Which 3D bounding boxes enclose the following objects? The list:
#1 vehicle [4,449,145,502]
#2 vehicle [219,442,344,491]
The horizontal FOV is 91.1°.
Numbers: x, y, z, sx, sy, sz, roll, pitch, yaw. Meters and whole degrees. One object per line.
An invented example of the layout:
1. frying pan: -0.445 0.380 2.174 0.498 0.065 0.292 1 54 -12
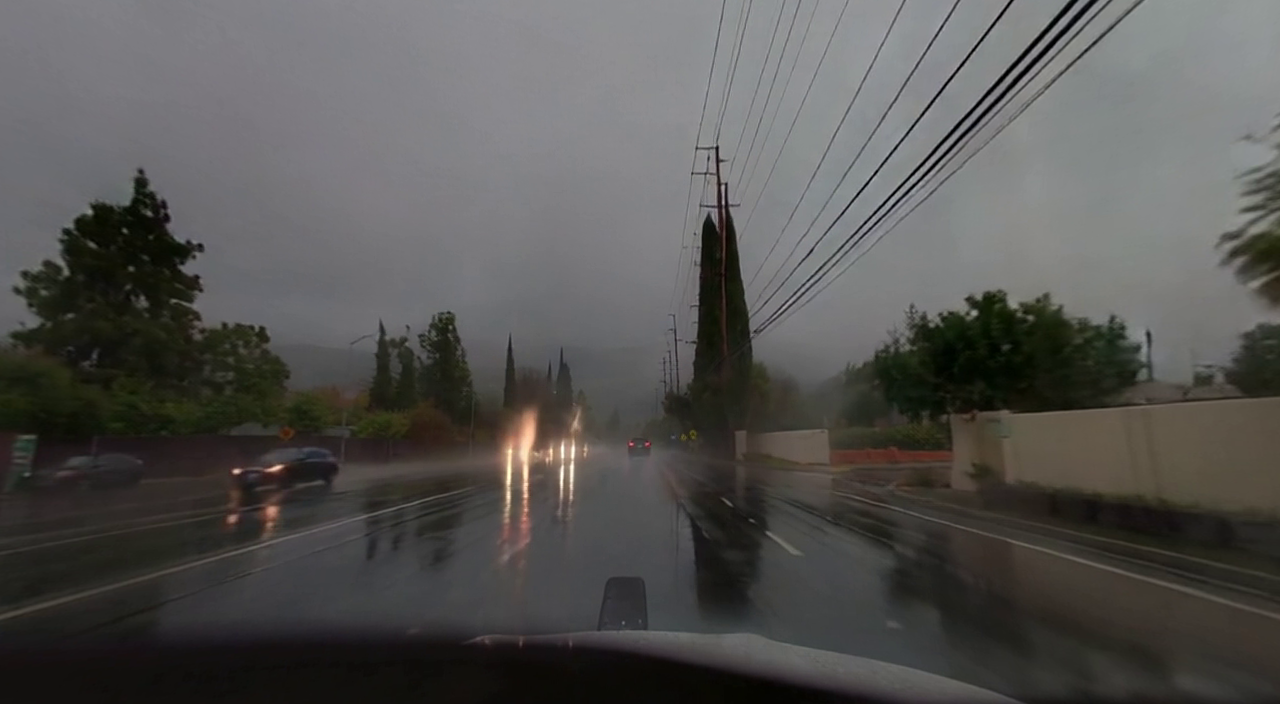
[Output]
1. vehicle: -21.798 4.669 24.197 4.600 1.809 2.153 -4 -9 23
2. vehicle: -13.580 4.319 24.161 2.120 1.696 4.403 0 -8 1
